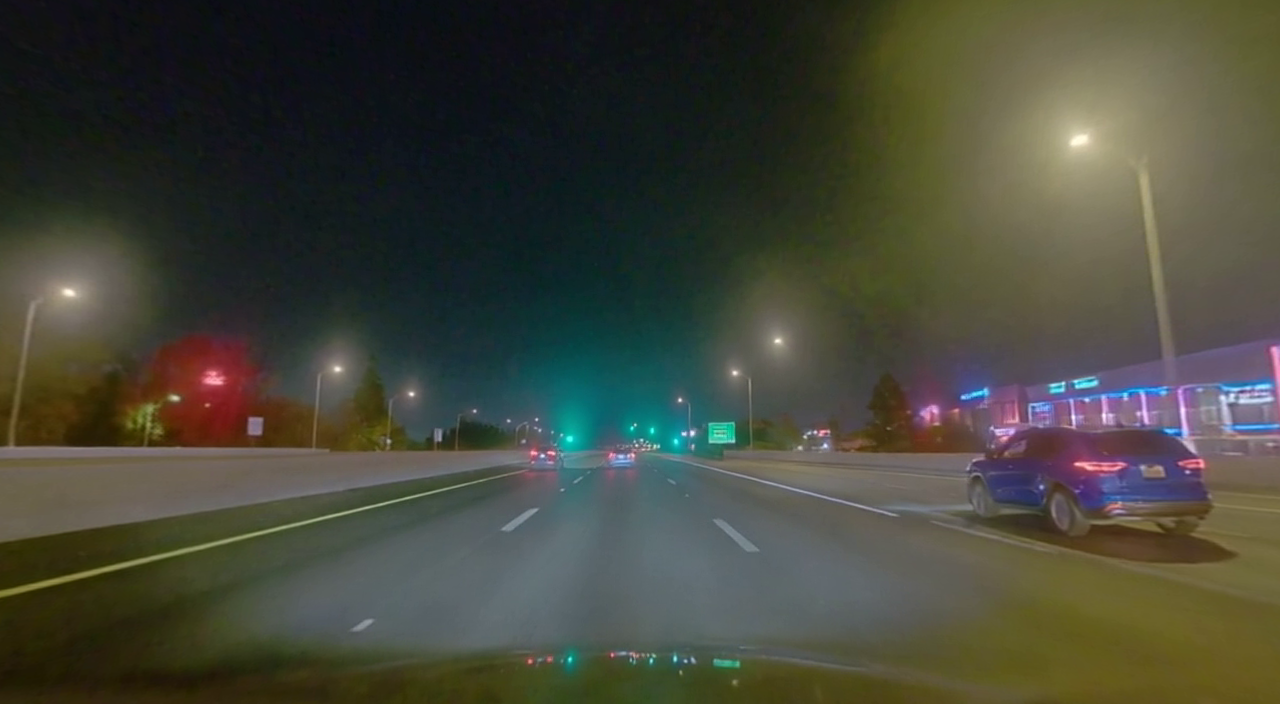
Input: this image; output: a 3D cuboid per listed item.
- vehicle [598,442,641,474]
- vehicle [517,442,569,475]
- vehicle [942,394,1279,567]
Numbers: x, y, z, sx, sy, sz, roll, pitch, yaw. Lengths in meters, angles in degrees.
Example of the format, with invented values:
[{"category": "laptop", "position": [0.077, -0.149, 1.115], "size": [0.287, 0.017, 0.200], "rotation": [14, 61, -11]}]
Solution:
[{"category": "vehicle", "position": [-1.047, 5.342, 31.975], "size": [1.997, 1.485, 4.094], "rotation": [0, -9, -2]}, {"category": "vehicle", "position": [-4.689, 5.210, 31.205], "size": [1.886, 1.465, 4.625], "rotation": [0, -9, -1]}, {"category": "vehicle", "position": [6.612, 1.698, 9.077], "size": [2.028, 1.801, 4.741], "rotation": [0, -9, -2]}]
